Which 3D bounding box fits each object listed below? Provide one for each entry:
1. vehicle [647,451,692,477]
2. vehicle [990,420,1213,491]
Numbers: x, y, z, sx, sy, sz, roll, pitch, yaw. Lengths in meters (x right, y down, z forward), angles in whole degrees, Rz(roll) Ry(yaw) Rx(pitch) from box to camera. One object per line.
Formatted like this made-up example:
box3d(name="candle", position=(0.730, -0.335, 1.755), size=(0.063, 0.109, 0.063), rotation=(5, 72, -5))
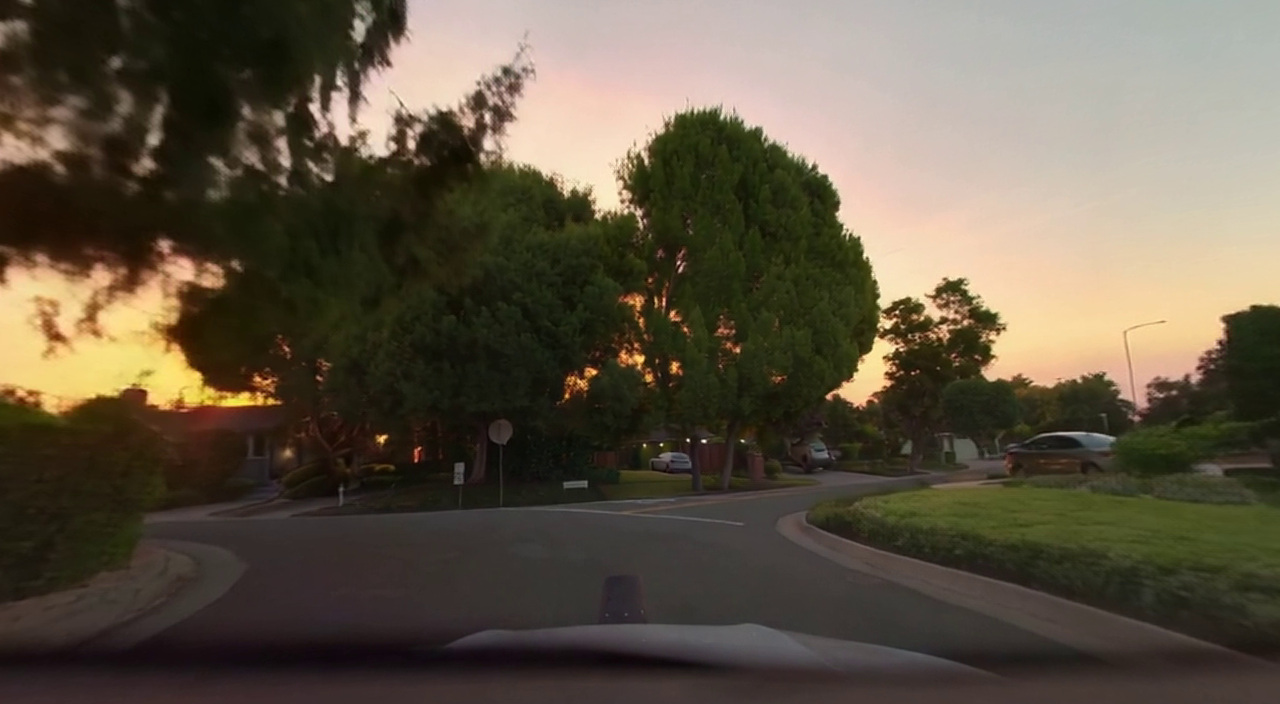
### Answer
box3d(name="vehicle", position=(1.837, 7.226, 40.683), size=(1.802, 1.548, 3.501), rotation=(3, -11, -17))
box3d(name="vehicle", position=(13.091, 2.991, 18.376), size=(2.023, 1.756, 4.799), rotation=(3, -9, -20))
